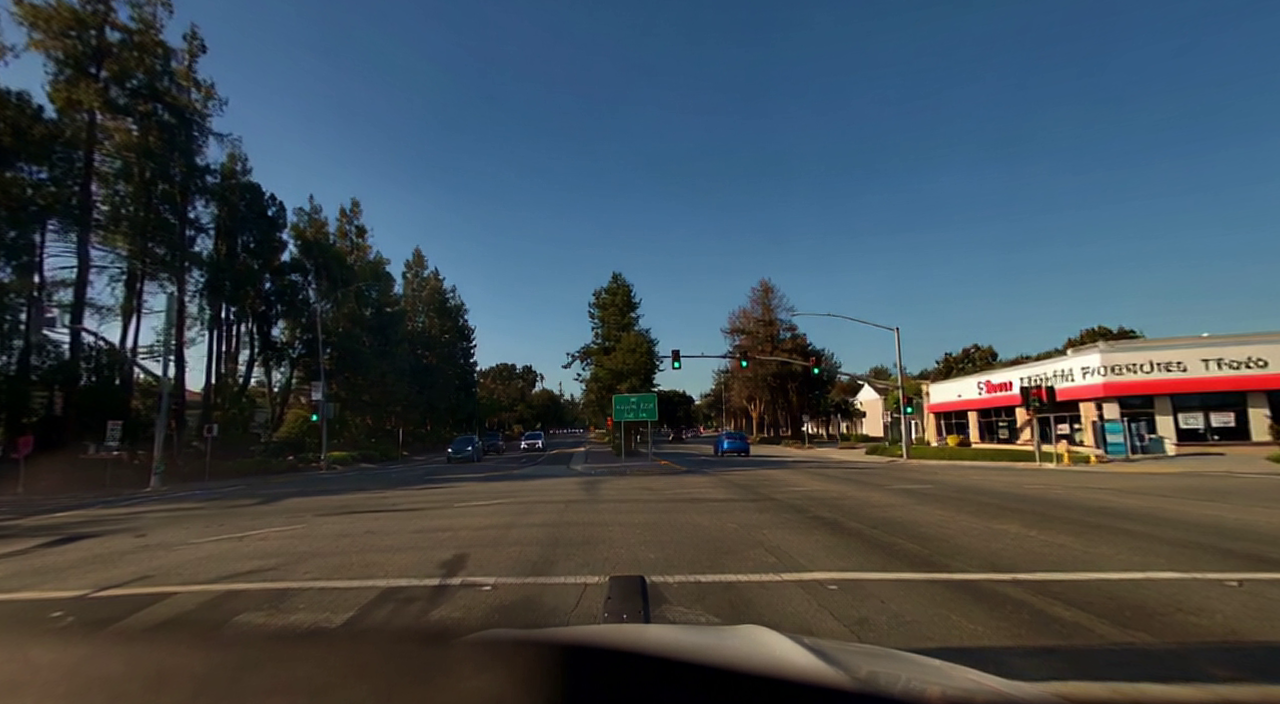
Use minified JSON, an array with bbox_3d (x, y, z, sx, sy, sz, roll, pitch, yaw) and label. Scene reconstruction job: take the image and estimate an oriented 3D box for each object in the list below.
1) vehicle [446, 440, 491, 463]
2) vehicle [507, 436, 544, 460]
[{"bbox_3d":[-11.747,6.838,43.503,2.111,1.499,4.371,0,-9,-3],"label":"vehicle"},{"bbox_3d":[-8.041,6.798,44.629,1.920,1.546,4.086,0,-9,-2],"label":"vehicle"}]
